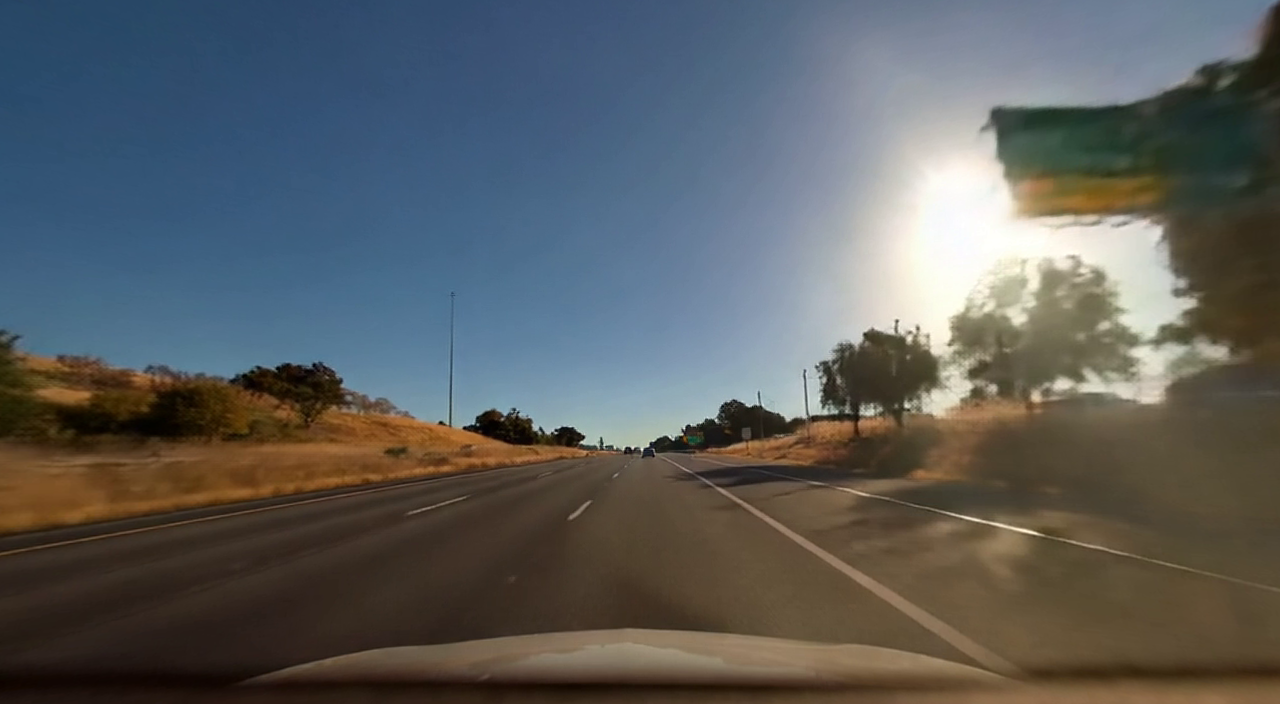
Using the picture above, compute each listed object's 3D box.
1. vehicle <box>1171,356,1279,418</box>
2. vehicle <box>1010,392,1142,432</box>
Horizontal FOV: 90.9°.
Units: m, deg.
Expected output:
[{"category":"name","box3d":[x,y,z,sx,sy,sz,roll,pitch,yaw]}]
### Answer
[{"category":"vehicle","box3d":[18.082,0.974,17.774,4.366,1.571,1.844,-5,-9,28]},{"category":"vehicle","box3d":[18.514,2.619,27.070,4.331,1.505,1.792,-4,-9,26]}]
